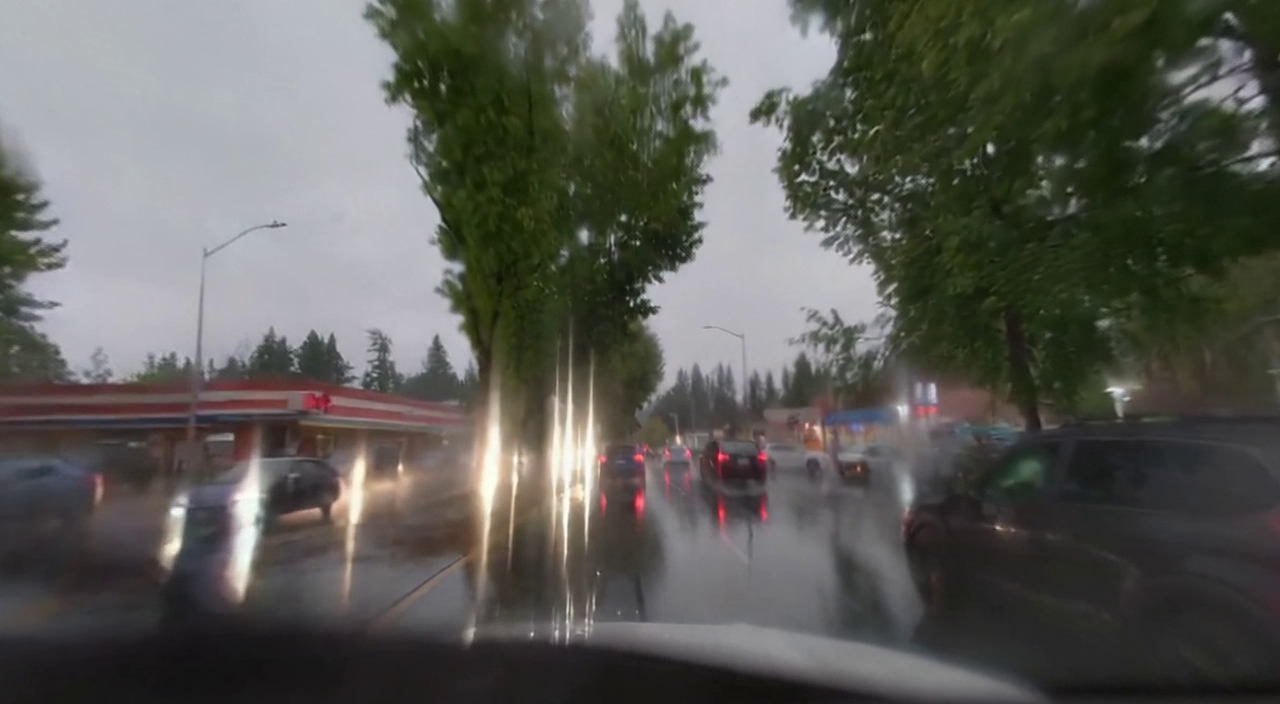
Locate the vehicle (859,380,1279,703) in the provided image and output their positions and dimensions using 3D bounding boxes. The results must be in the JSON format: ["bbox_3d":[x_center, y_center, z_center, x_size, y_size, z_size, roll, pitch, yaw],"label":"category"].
[{"bbox_3d":[3.190,1.103,3.825,2.097,1.502,4.470,0,-9,0],"label":"vehicle"}]

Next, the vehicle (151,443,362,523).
[{"bbox_3d":[-8.335,2.853,14.378,2.050,1.503,4.350,0,-9,0],"label":"vehicle"}]

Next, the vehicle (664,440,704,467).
[{"bbox_3d":[2.679,6.290,39.272,2.098,1.527,3.966,0,-9,-2],"label":"vehicle"}]

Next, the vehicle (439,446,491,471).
[{"bbox_3d":[-11.819,7.243,43.129,2.117,1.592,4.660,-1,-9,1],"label":"vehicle"}]

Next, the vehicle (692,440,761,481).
[{"bbox_3d":[3.326,4.283,25.243,2.060,1.471,4.168,0,-9,-1],"label":"vehicle"}]

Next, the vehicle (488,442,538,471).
[{"bbox_3d":[-7.450,6.161,37.489,2.085,1.610,4.085,-1,-9,1],"label":"vehicle"}]

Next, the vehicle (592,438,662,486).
[{"bbox_3d":[-0.477,3.854,22.515,2.232,1.508,4.319,0,-9,-1],"label":"vehicle"}]

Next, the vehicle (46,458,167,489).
[{"bbox_3d":[-27.157,6.183,32.289,4.673,1.481,1.995,-2,-9,7],"label":"vehicle"}]

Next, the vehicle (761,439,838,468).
[{"bbox_3d":[9.824,6.279,39.149,4.464,1.755,2.236,-3,-9,14],"label":"vehicle"}]
